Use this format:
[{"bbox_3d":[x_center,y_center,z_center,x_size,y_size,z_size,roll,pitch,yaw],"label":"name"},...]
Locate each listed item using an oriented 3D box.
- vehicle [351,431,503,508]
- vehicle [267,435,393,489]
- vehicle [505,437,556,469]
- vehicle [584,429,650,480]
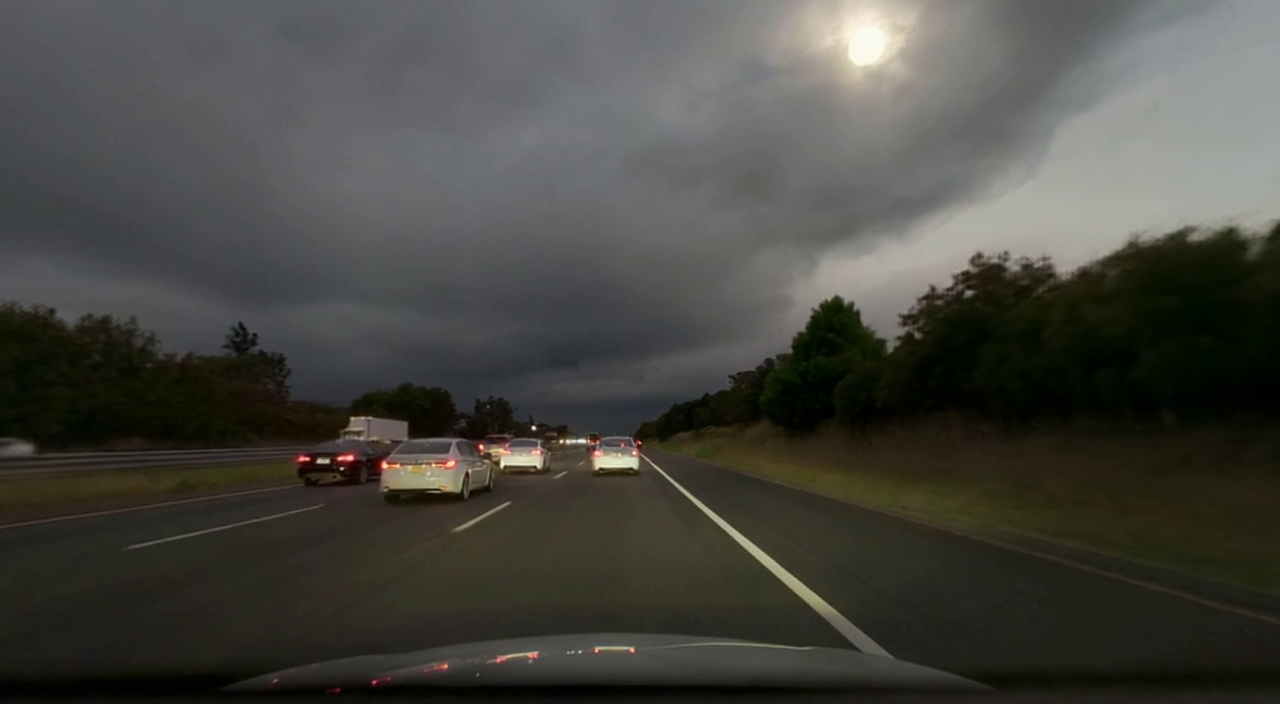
[{"bbox_3d":[-4.577,2.558,14.313,1.971,1.464,4.386,0,-8,0],"label":"vehicle"},{"bbox_3d":[-9.295,3.285,19.248,1.850,1.439,3.932,0,-8,0],"label":"vehicle"},{"bbox_3d":[-5.276,4.897,30.762,1.835,1.432,3.835,0,-8,0],"label":"vehicle"},{"bbox_3d":[-0.798,3.641,22.747,2.178,1.658,3.916,0,-8,-1],"label":"vehicle"}]
